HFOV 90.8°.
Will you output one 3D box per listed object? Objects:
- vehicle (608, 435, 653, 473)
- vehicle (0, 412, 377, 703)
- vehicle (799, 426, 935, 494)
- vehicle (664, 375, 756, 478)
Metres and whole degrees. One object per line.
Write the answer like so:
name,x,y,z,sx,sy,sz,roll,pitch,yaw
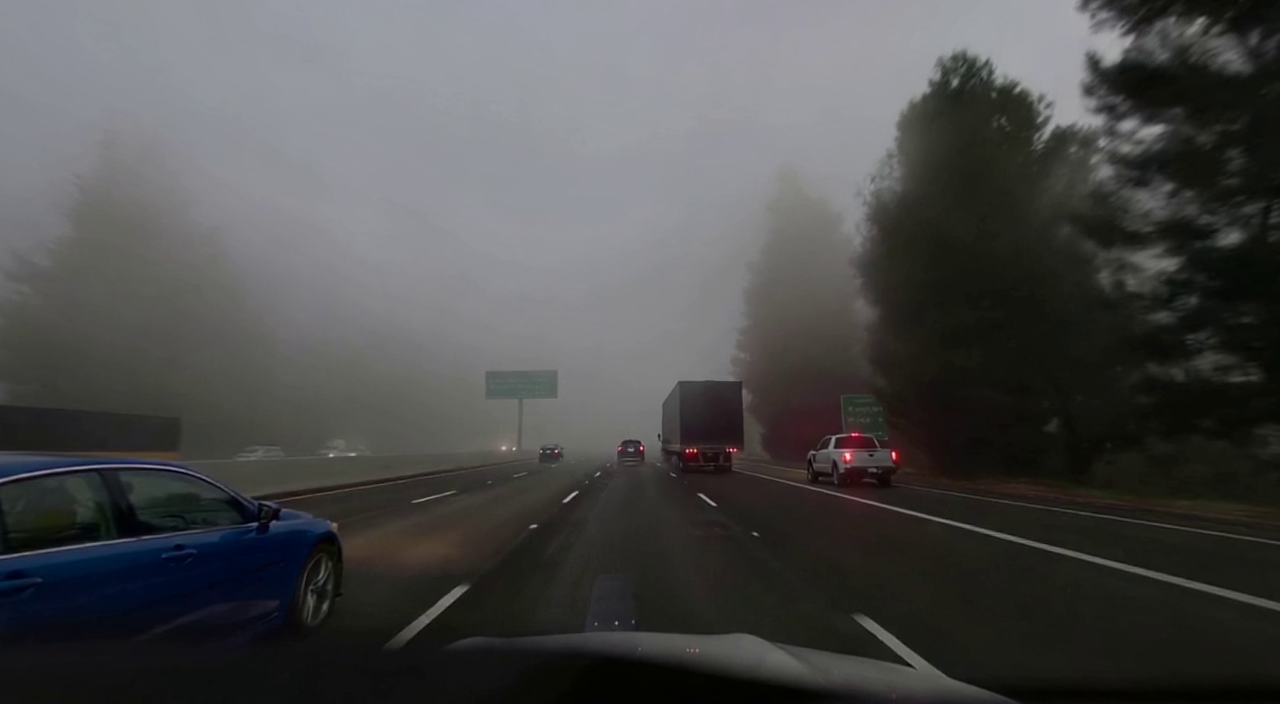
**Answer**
vehicle,-0.481,5.291,32.847,2.203,1.805,4.358,0,-9,-1
vehicle,-3.031,1.012,2.723,1.864,1.406,4.544,0,-9,0
vehicle,6.741,3.302,19.631,2.106,1.795,5.489,0,-9,-1
vehicle,3.029,4.086,32.531,2.876,4.086,15.117,0,-9,-1
